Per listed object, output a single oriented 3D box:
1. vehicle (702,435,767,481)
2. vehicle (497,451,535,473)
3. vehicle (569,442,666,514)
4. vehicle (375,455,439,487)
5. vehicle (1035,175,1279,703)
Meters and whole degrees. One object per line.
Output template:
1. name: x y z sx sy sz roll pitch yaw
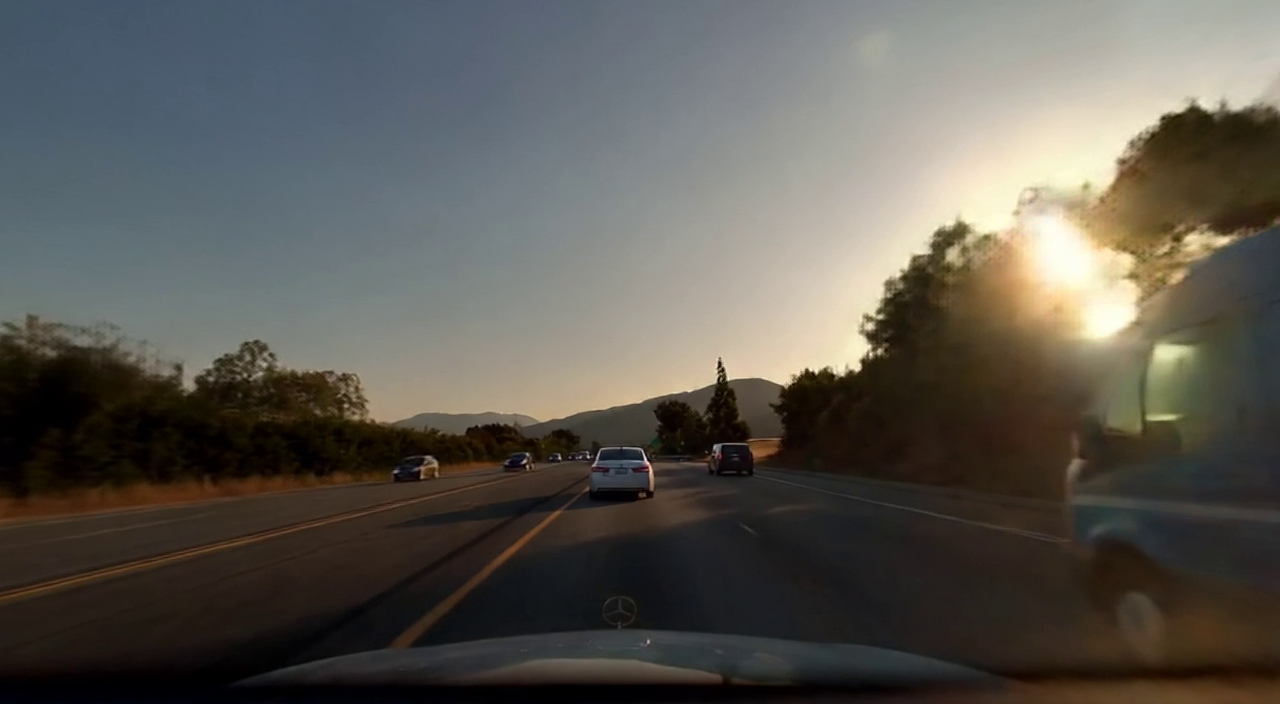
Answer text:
1. vehicle: 4.363 4.984 29.716 2.261 1.952 4.784 0 -9 -1
2. vehicle: -9.063 8.077 46.124 1.894 1.505 4.103 0 -9 0
3. vehicle: -0.478 2.955 15.107 2.029 1.483 3.769 0 -9 0
4. vehicle: -12.428 6.330 33.689 1.823 1.539 4.087 0 -9 0
5. vehicle: 3.916 0.247 1.192 2.399 2.421 5.829 0 -9 -1
